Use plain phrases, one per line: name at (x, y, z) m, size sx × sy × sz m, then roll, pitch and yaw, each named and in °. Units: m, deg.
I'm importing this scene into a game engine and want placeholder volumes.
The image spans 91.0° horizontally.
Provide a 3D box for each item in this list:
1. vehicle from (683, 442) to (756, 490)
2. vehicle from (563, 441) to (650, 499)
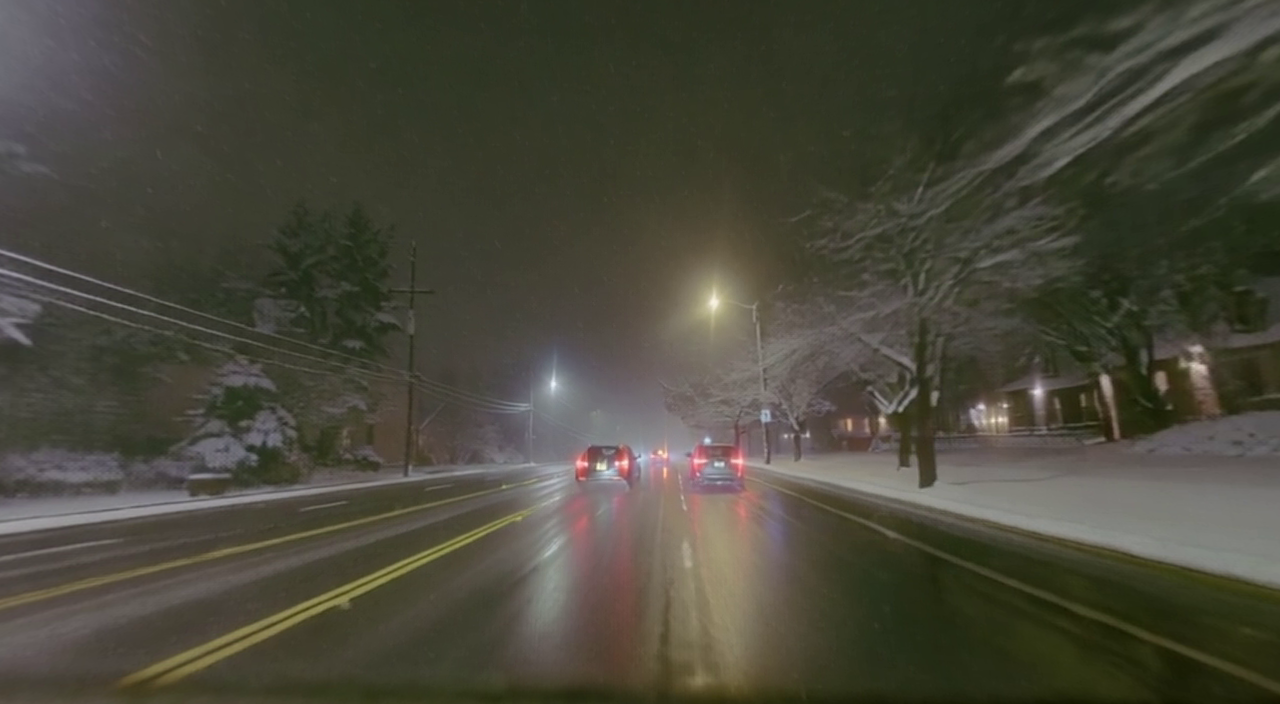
vehicle at (2.568, 3.796, 21.324) m, size 2.065 × 1.456 × 4.099 m, roll -1°, pitch -9°, yaw 2°
vehicle at (-0.816, 3.342, 18.235) m, size 2.030 × 1.467 × 4.403 m, roll -1°, pitch -9°, yaw 3°
